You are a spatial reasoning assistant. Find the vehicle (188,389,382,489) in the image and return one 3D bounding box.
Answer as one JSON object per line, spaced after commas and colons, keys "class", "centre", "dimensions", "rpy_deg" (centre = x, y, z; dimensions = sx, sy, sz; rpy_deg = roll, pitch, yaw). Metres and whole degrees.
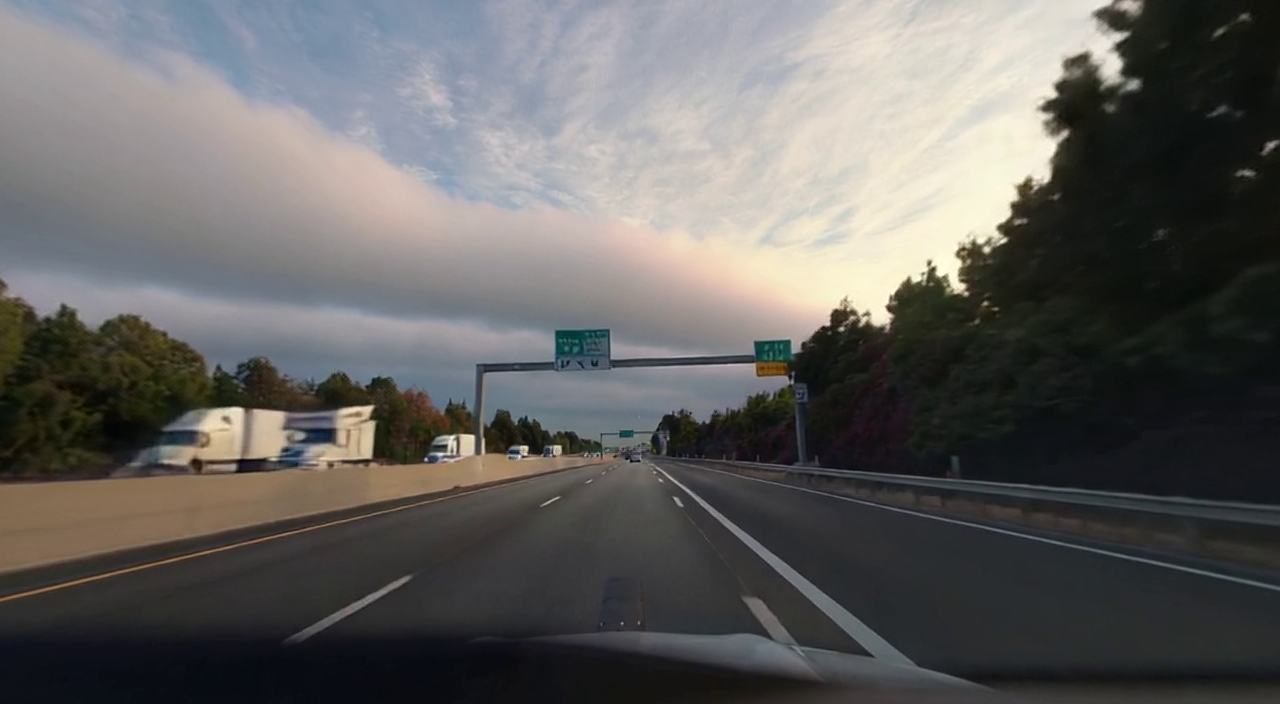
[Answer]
{"class": "vehicle", "centre": [-15.548, 4.119, 29.097], "dimensions": [2.838, 3.762, 10.694], "rpy_deg": [0, -9, -1]}
